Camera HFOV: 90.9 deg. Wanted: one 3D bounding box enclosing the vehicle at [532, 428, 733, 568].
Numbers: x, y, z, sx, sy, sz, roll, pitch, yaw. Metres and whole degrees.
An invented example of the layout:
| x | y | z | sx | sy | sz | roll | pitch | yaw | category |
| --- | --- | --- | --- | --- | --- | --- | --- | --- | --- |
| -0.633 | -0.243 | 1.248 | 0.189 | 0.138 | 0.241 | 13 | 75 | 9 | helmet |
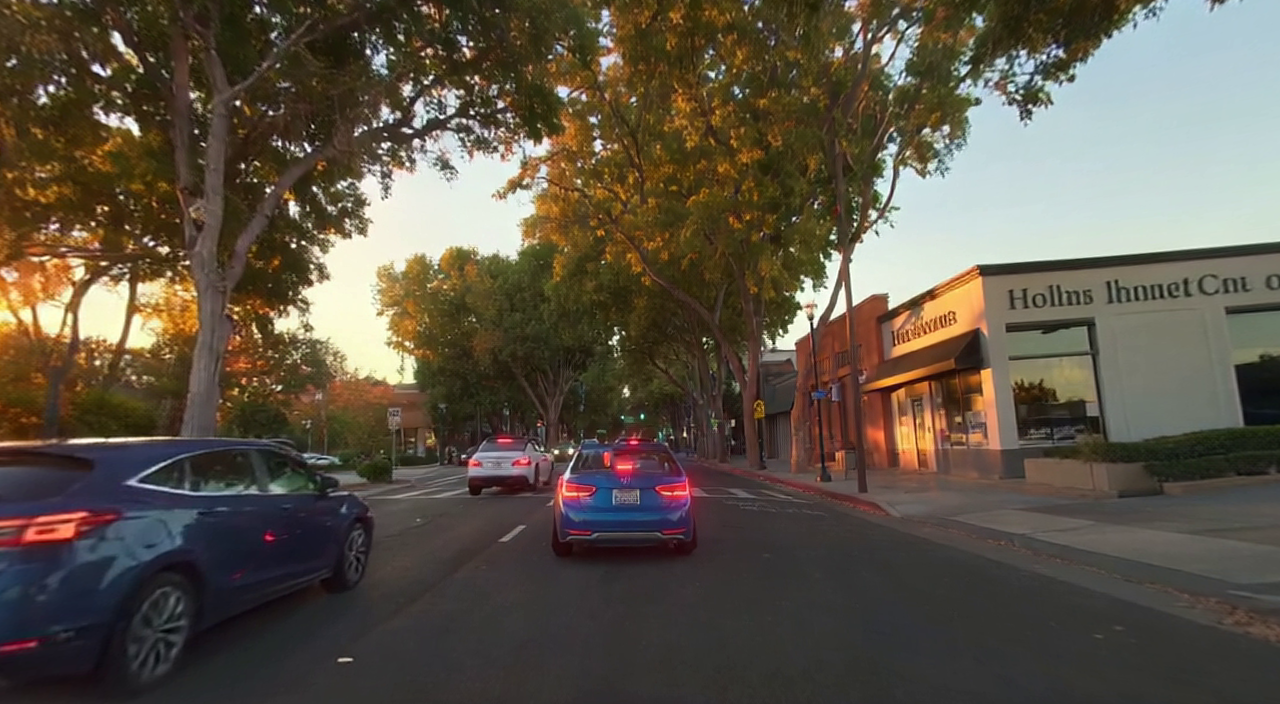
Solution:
| x | y | z | sx | sy | sz | roll | pitch | yaw | category |
| --- | --- | --- | --- | --- | --- | --- | --- | --- | --- |
| -0.087 | 1.883 | 8.863 | 2.160 | 1.482 | 4.037 | 0 | -9 | 0 | vehicle |

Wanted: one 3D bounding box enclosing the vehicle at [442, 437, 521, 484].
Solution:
| x | y | z | sx | sy | sz | roll | pitch | yaw | category |
| --- | --- | --- | --- | --- | --- | --- | --- | --- | --- |
| -6.186 | 4.266 | 25.167 | 2.095 | 1.682 | 4.371 | 0 | -9 | -1 | vehicle |

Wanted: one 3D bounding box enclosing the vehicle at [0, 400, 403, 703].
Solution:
| x | y | z | sx | sy | sz | roll | pitch | yaw | category |
| --- | --- | --- | --- | --- | --- | --- | --- | --- | --- |
| -3.448 | 1.228 | 4.445 | 1.905 | 1.473 | 4.016 | 0 | -9 | 1 | vehicle |
